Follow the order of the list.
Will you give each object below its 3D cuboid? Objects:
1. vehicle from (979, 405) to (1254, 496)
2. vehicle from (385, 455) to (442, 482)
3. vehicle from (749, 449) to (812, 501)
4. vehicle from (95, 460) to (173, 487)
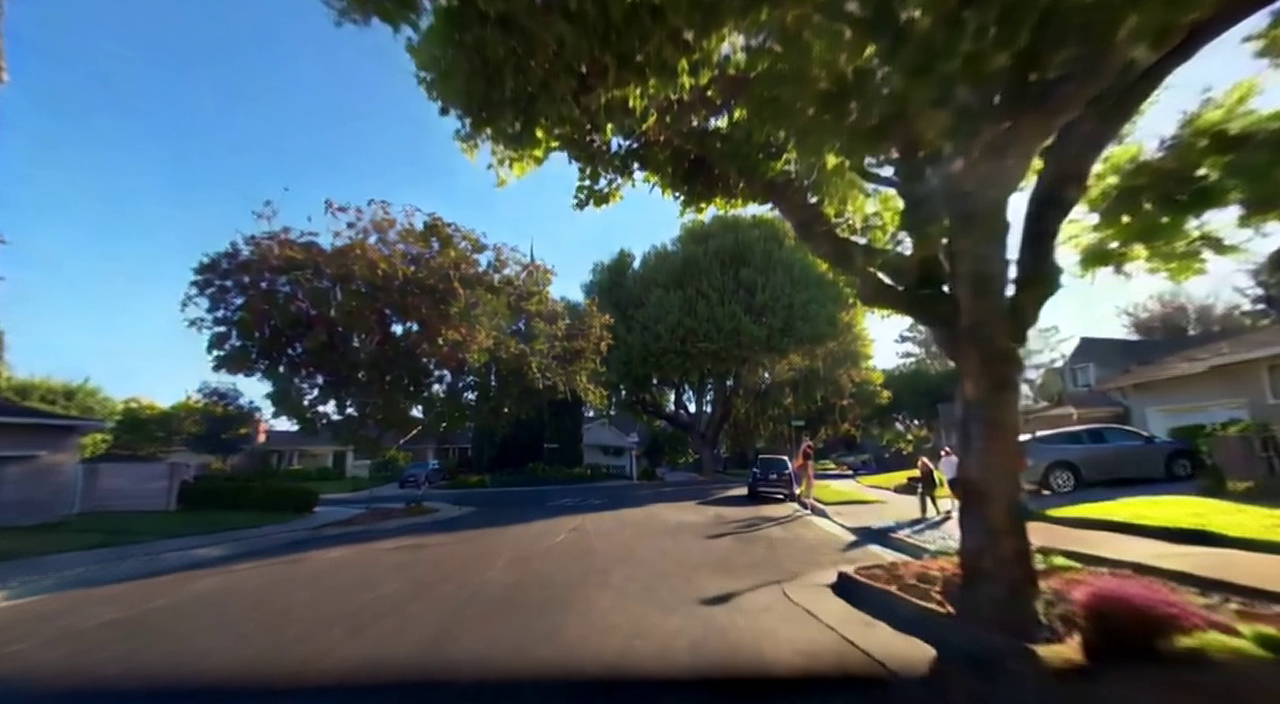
[{"bbox_3d":[11.312,2.385,15.365,4.780,1.765,2.103,-4,-8,3],"label":"vehicle"},{"bbox_3d":[-16.499,8.473,46.234,2.021,1.798,4.491,-1,-8,7],"label":"vehicle"},{"bbox_3d":[5.312,4.561,23.979,2.053,1.737,4.375,-2,-9,12],"label":"vehicle"},{"bbox_3d":[-38.416,9.223,48.153,2.206,1.858,4.918,1,-10,-7],"label":"vehicle"}]
